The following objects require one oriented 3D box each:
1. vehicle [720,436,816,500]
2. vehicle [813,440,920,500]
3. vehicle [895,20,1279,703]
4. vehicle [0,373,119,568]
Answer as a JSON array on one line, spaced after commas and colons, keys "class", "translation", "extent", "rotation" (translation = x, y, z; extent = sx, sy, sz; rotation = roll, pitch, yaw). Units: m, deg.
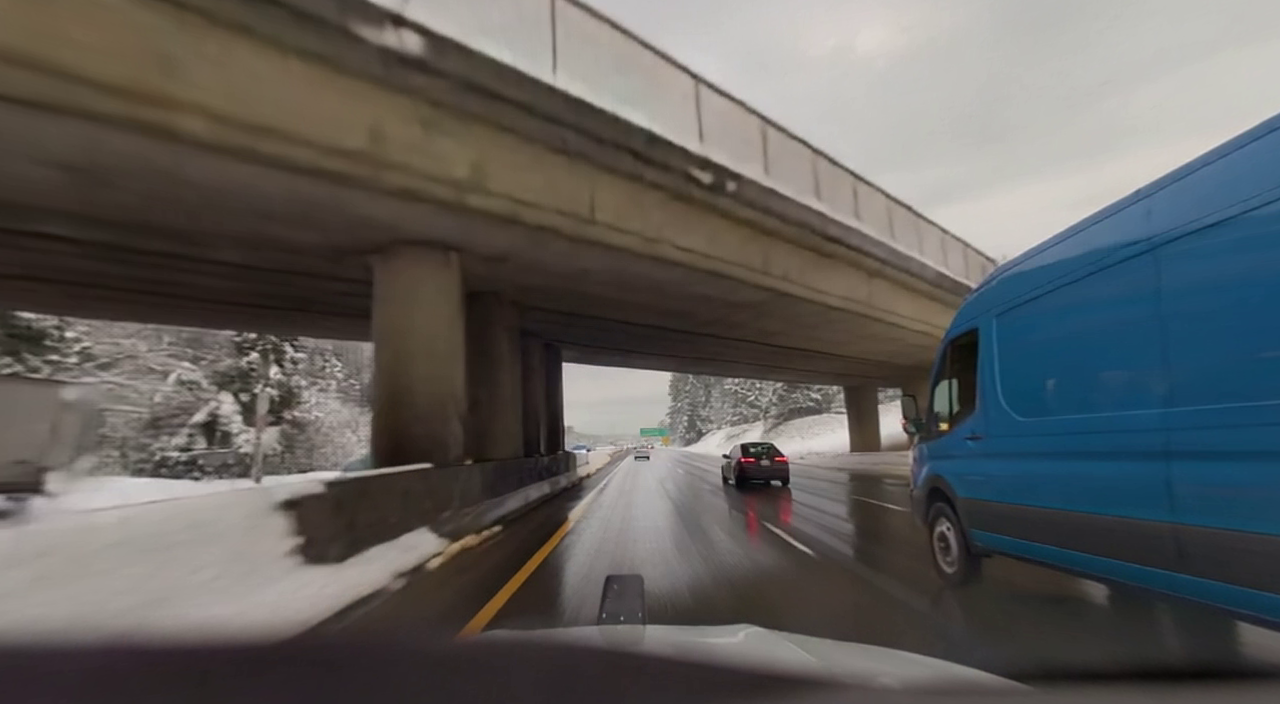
[{"class": "vehicle", "translation": [3.752, 3.492, 19.324], "extent": [2.009, 1.731, 4.149], "rotation": [0, -9, -1]}, {"class": "vehicle", "translation": [7.505, 3.925, 21.391], "extent": [2.001, 1.791, 4.161], "rotation": [0, -9, -1]}, {"class": "vehicle", "translation": [3.904, 0.240, 2.864], "extent": [2.460, 3.155, 6.902], "rotation": [0, -9, -1]}, {"class": "vehicle", "translation": [-14.795, 2.221, 11.530], "extent": [3.283, 3.956, 8.184], "rotation": [0, -9, 1]}]
